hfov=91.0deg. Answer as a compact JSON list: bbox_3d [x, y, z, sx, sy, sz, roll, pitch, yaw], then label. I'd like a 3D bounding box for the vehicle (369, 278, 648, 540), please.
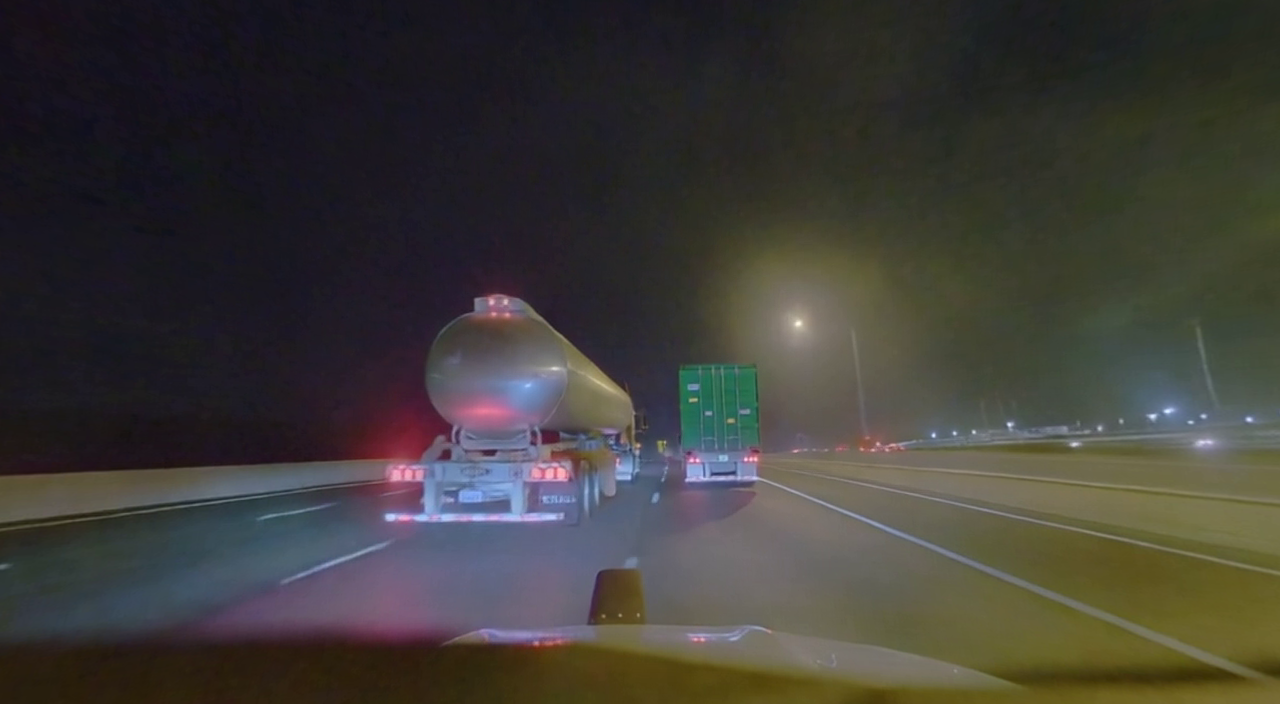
[{"bbox_3d":[-1.713,2.014,17.341,3.267,3.655,17.154,-1,-8,3],"label":"vehicle"}]

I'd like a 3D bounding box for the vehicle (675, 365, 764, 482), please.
[{"bbox_3d":[3.045,3.290,27.488,2.942,4.003,11.297,-1,-8,3],"label":"vehicle"}]
